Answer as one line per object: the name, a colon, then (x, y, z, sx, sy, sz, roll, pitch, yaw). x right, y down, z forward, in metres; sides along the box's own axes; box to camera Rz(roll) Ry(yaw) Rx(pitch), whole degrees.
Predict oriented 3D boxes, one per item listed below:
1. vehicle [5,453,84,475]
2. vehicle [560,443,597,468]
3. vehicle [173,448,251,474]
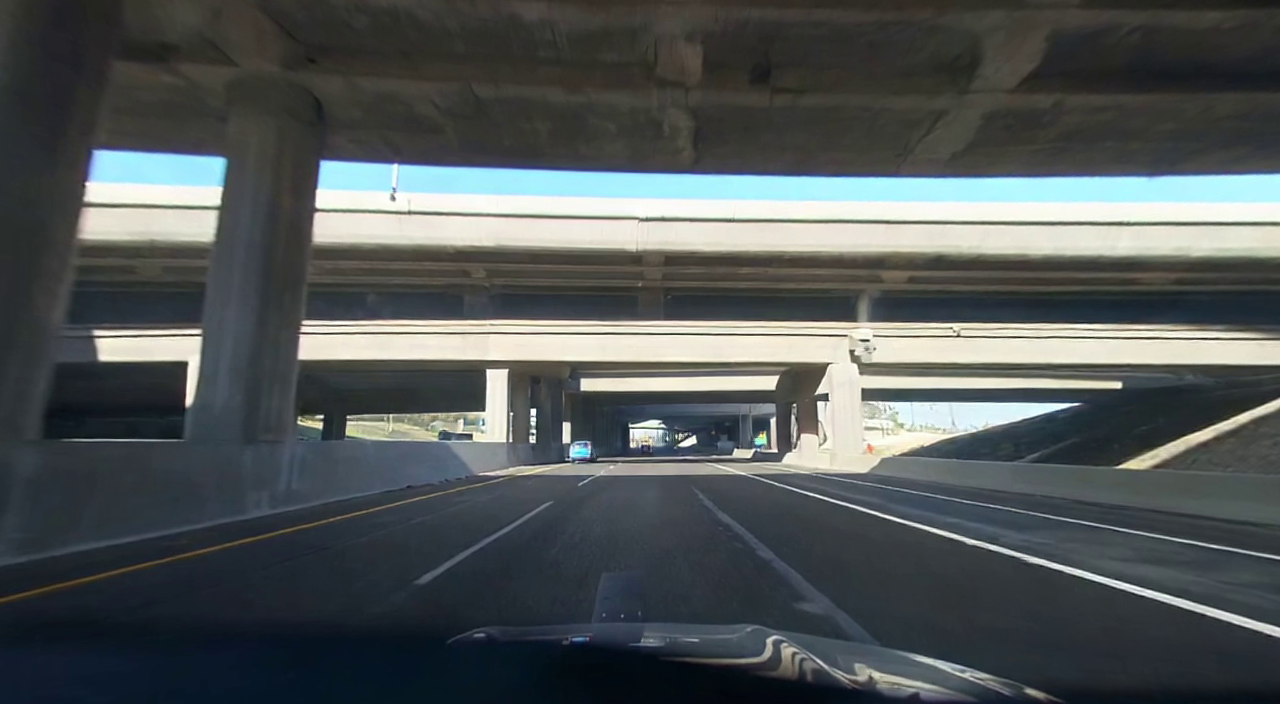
vehicle: (-44.770, 8.401, 47.483, 1.746, 1.521, 4.178, 0, -8, 3)
vehicle: (-3.907, 6.714, 40.870, 1.954, 1.528, 4.010, 0, -9, 0)
vehicle: (-29.350, 7.488, 43.358, 1.874, 1.625, 4.917, 1, -8, 0)
